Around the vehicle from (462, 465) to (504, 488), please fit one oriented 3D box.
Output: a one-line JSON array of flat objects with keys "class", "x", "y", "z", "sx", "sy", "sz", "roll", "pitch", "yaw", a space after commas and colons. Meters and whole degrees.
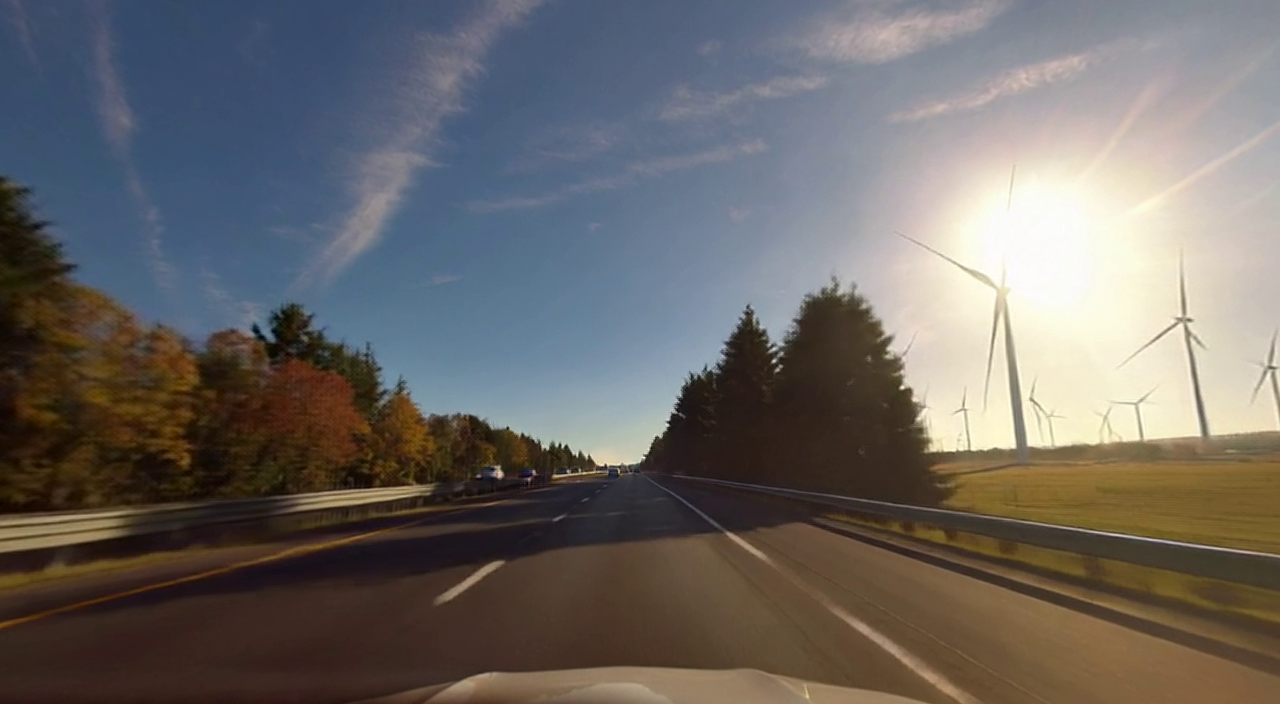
[{"class": "vehicle", "x": -12.155, "y": 9.665, "z": 49.059, "sx": 2.068, "sy": 1.615, "sz": 4.594, "roll": 1, "pitch": -11, "yaw": 1}]
